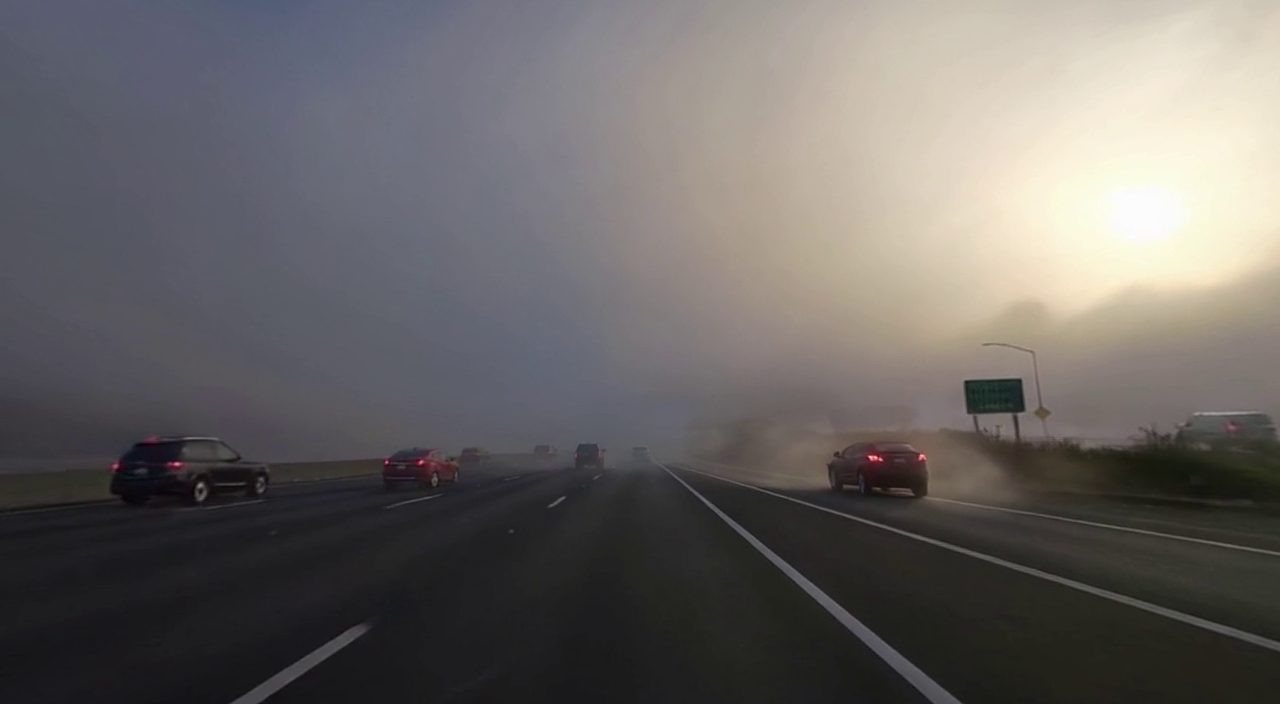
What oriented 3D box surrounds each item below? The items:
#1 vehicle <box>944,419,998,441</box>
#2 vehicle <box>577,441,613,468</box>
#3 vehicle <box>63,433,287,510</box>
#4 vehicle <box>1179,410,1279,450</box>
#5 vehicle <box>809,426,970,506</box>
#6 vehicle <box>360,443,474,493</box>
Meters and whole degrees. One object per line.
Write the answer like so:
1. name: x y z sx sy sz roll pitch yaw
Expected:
1. vehicle: 25.810 6.118 49.260 1.878 1.569 4.144 0 -9 -1
2. vehicle: -3.422 7.888 48.676 2.288 1.962 5.119 0 -9 1
3. vehicle: -11.141 2.883 15.647 2.107 1.628 4.446 0 -9 1
4. vehicle: 25.980 3.393 26.943 1.884 1.571 4.352 0 -9 -1
5. vehicle: 6.387 3.004 16.940 2.259 1.816 4.862 0 -9 -1
6. vehicle: -7.362 3.867 21.385 2.071 1.486 4.703 0 -9 1
